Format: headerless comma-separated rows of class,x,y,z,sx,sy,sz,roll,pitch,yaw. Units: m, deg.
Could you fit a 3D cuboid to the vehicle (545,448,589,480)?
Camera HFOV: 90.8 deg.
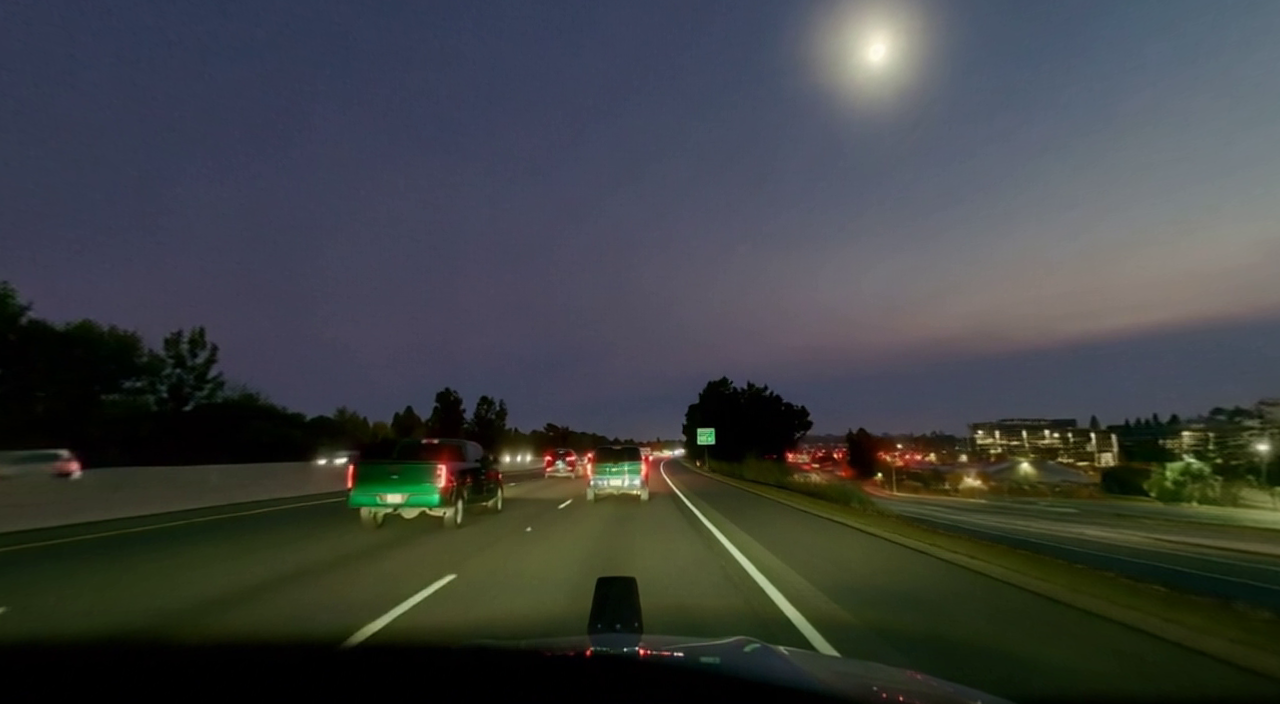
vehicle,-4.307,6.661,37.975,1.991,1.776,4.333,0,-8,1

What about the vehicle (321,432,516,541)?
vehicle,-4.024,2.523,12.652,2.038,1.704,5.181,0,-8,0

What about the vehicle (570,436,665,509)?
vehicle,-0.504,3.248,17.559,2.293,1.753,4.380,0,-8,1
